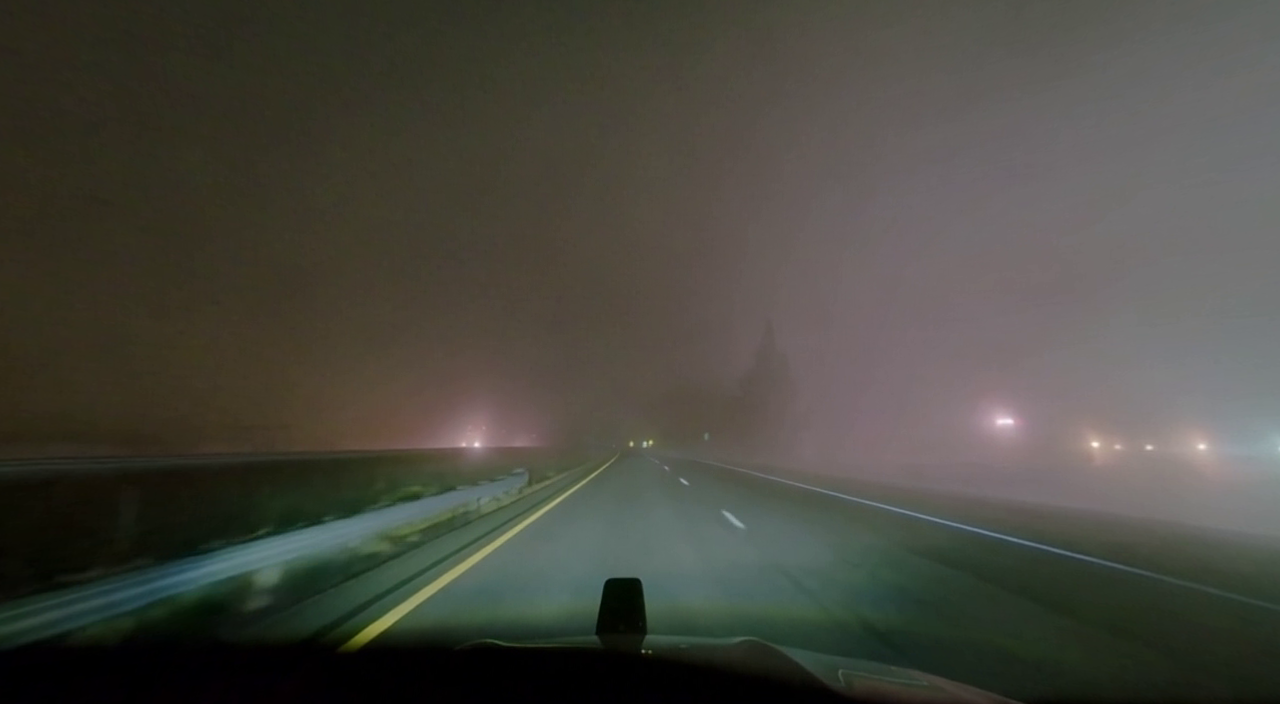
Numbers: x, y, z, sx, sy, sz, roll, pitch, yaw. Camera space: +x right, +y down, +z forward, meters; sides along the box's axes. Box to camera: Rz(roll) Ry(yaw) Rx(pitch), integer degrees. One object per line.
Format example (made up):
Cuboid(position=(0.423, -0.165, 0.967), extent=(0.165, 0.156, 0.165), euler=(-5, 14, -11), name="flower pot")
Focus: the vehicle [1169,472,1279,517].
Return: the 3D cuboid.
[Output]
Cuboid(position=(28.786, 6.664, 29.553), extent=(5.647, 1.831, 2.255), euler=(-4, -10, 28), name="vehicle")
